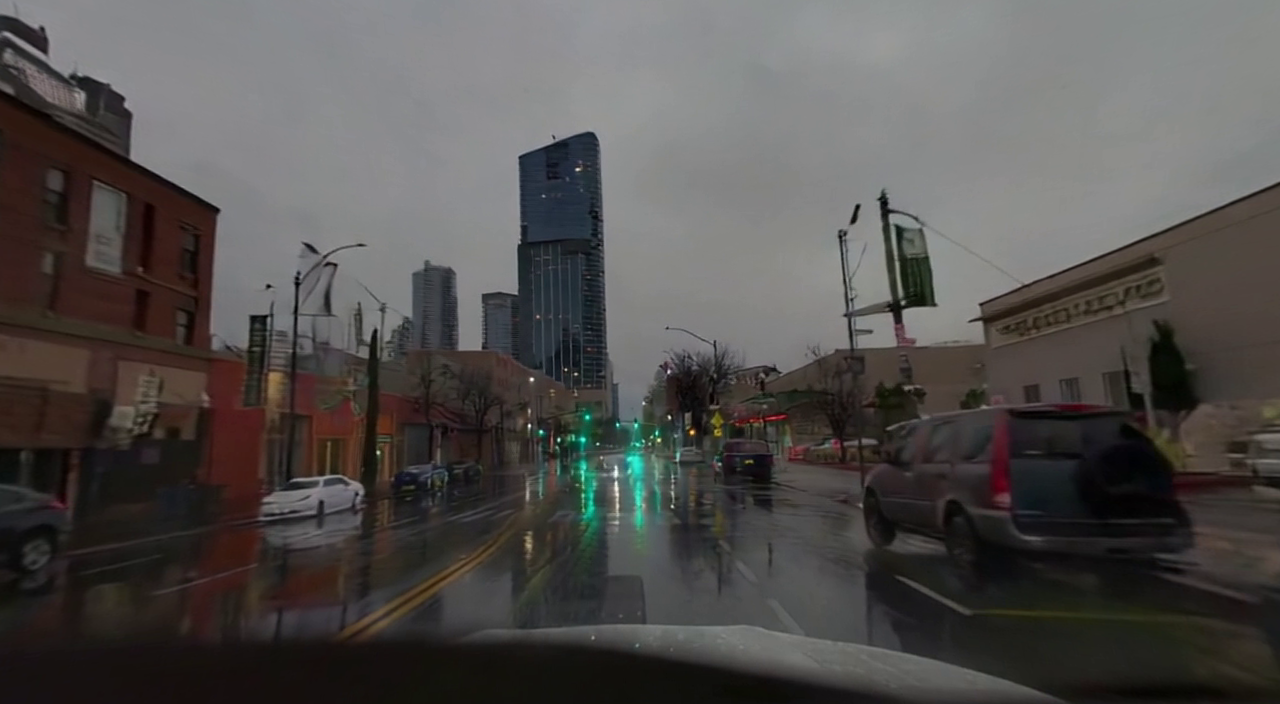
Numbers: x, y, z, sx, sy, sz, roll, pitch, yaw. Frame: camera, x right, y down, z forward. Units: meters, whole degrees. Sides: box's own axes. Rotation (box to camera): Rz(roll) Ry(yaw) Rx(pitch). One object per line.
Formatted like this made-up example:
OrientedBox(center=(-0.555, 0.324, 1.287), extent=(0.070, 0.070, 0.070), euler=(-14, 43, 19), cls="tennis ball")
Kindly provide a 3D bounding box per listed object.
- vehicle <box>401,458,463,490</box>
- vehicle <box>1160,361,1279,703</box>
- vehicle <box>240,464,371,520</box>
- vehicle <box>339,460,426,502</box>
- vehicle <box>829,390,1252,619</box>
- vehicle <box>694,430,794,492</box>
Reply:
OrientedBox(center=(-10.827, 6.359, 33.225), extent=(1.748, 1.478, 4.413), euler=(0, -8, 0), cls="vehicle")
OrientedBox(center=(3.843, 0.638, 0.824), extent=(2.118, 1.779, 5.121), euler=(-1, -8, 3), cls="vehicle")
OrientedBox(center=(-10.868, 4.536, 20.984), extent=(1.861, 1.473, 4.633), euler=(0, -8, -1), cls="vehicle")
OrientedBox(center=(-10.850, 5.437, 26.982), extent=(1.803, 1.489, 4.404), euler=(0, -8, 1), cls="vehicle")
OrientedBox(center=(4.161, 1.652, 7.879), extent=(1.996, 1.932, 4.821), euler=(0, -8, -1), cls="vehicle")
OrientedBox(center=(3.559, 3.896, 23.031), extent=(2.492, 1.909, 5.830), euler=(0, -8, -1), cls="vehicle")
